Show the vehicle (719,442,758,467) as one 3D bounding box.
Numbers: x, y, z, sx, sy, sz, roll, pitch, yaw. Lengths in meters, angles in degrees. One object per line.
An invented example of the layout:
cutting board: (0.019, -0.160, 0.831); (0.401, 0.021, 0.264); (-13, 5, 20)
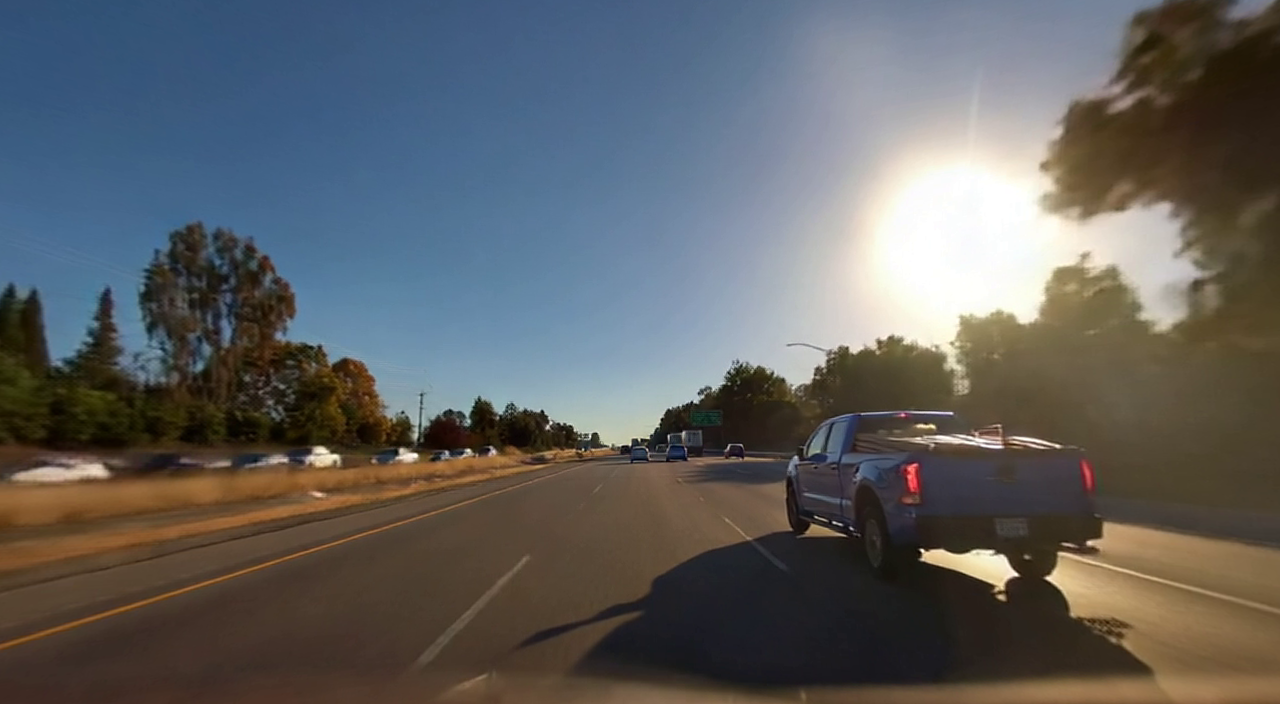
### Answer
vehicle: (7.249, 7.598, 46.752); (2.189, 1.704, 4.521); (0, -9, 0)

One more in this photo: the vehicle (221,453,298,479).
vehicle: (-25.046, 7.494, 41.658); (1.968, 1.541, 4.901); (0, -9, 1)

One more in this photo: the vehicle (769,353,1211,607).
vehicle: (3.443, 1.457, 8.018); (2.354, 2.079, 5.586); (0, -9, 0)

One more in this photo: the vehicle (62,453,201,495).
vehicle: (-21.304, 5.085, 26.686); (1.894, 1.535, 4.672); (0, -9, 1)

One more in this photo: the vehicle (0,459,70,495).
vehicle: (-28.872, 5.638, 28.541); (1.862, 1.503, 4.385); (0, -9, 1)

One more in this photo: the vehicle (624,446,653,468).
vehicle: (-0.081, 7.444, 44.906); (2.030, 1.473, 3.926); (0, -9, 0)
